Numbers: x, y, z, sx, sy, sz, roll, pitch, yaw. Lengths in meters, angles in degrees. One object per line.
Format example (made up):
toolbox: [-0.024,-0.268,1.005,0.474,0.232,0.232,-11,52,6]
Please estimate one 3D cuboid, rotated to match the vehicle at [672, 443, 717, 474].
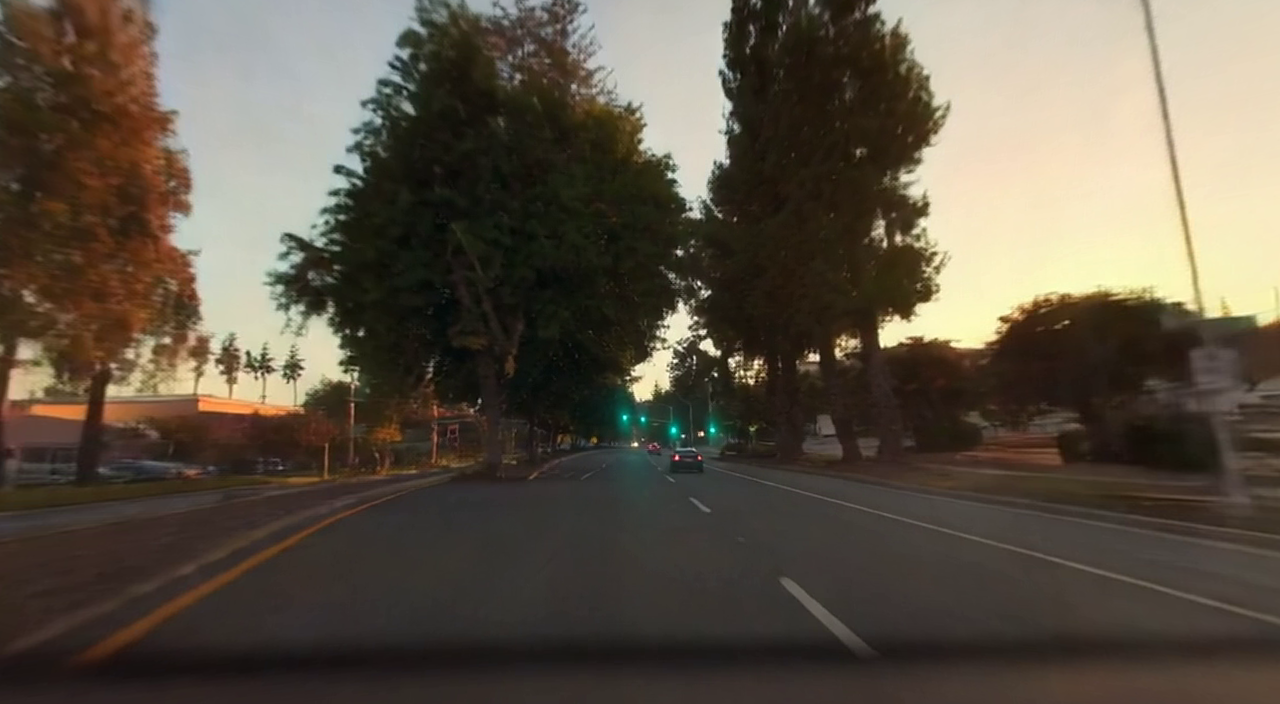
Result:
vehicle: [2.910,5.749,34.372,1.961,1.580,4.020,0,-8,-2]
